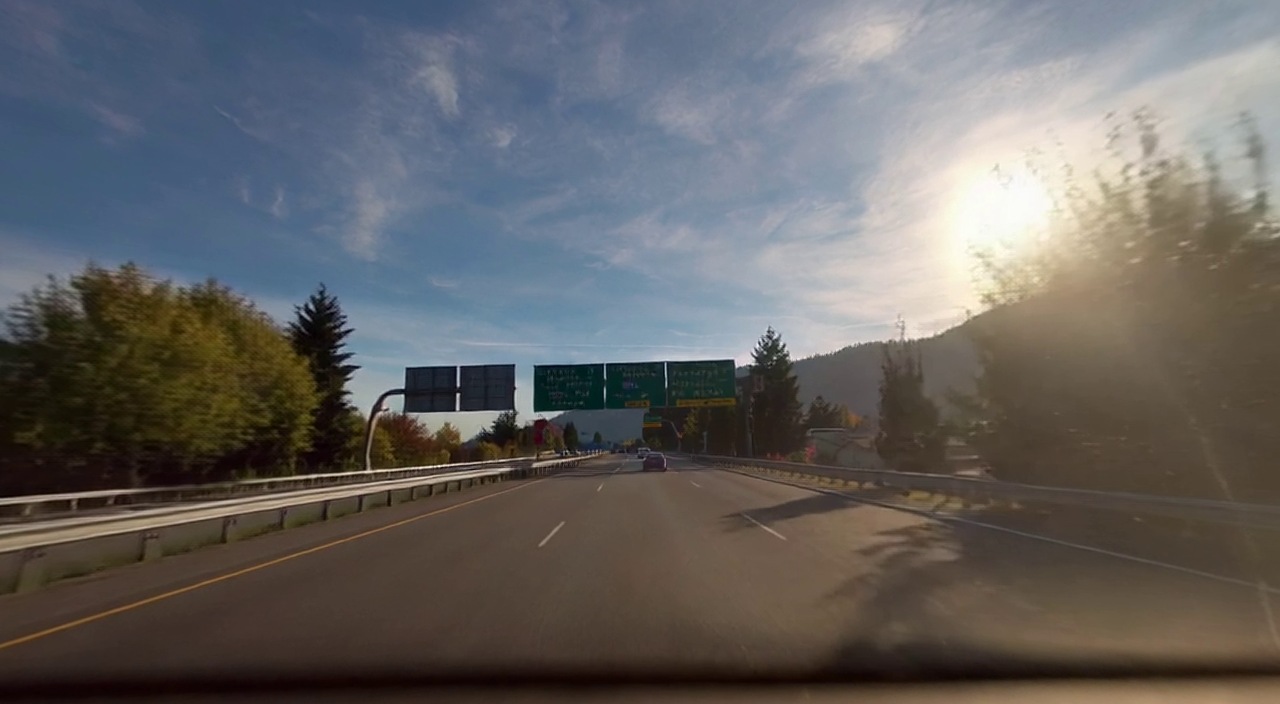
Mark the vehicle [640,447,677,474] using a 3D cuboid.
[{"bbox_3d":[1.071,6.411,37.400,2.036,1.457,3.471,0,-9,-1],"label":"vehicle"}]
